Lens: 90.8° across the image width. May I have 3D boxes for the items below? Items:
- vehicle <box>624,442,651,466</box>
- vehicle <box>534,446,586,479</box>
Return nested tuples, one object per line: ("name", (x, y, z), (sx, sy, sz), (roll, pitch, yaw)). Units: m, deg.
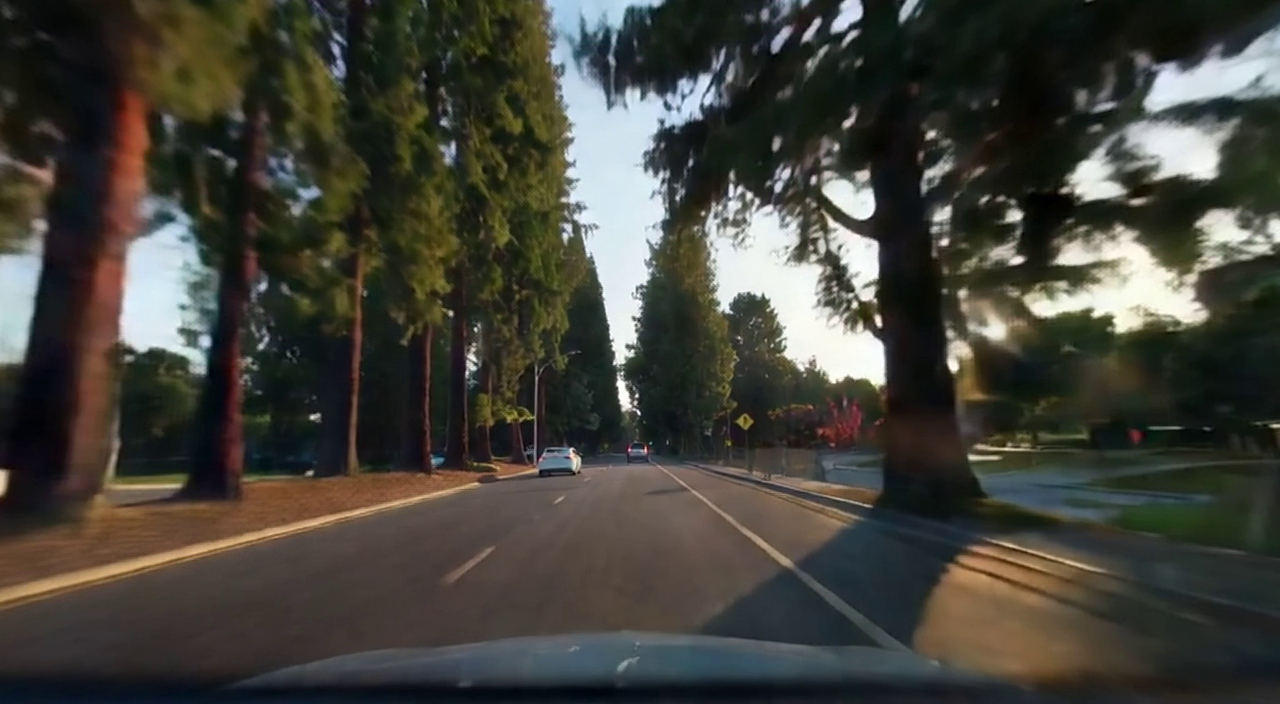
("vehicle", (-0.215, 7.989, 49.459), (2.018, 1.769, 3.897), (0, -9, 0))
("vehicle", (-3.731, 5.242, 30.171), (1.917, 1.448, 4.178), (0, -9, 0))
